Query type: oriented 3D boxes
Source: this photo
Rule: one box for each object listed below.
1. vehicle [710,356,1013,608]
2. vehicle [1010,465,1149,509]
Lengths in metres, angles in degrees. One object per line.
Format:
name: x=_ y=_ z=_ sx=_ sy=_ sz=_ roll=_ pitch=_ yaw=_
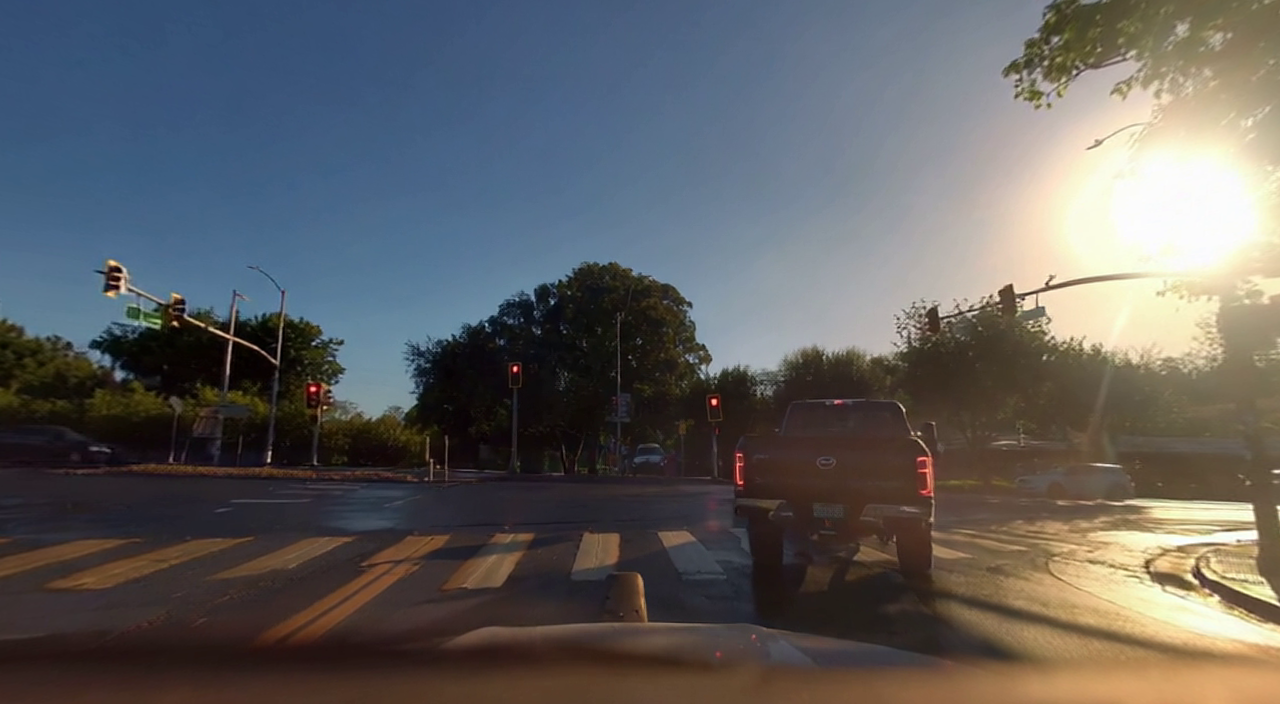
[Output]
vehicle: x=2.951 y=1.700 z=9.324 sx=2.851 sy=2.400 sz=5.978 roll=-2 pitch=-9 yaw=16
vehicle: x=18.636 y=5.727 z=26.867 sx=4.356 sy=1.498 sz=1.957 roll=-3 pitch=-8 yaw=0
